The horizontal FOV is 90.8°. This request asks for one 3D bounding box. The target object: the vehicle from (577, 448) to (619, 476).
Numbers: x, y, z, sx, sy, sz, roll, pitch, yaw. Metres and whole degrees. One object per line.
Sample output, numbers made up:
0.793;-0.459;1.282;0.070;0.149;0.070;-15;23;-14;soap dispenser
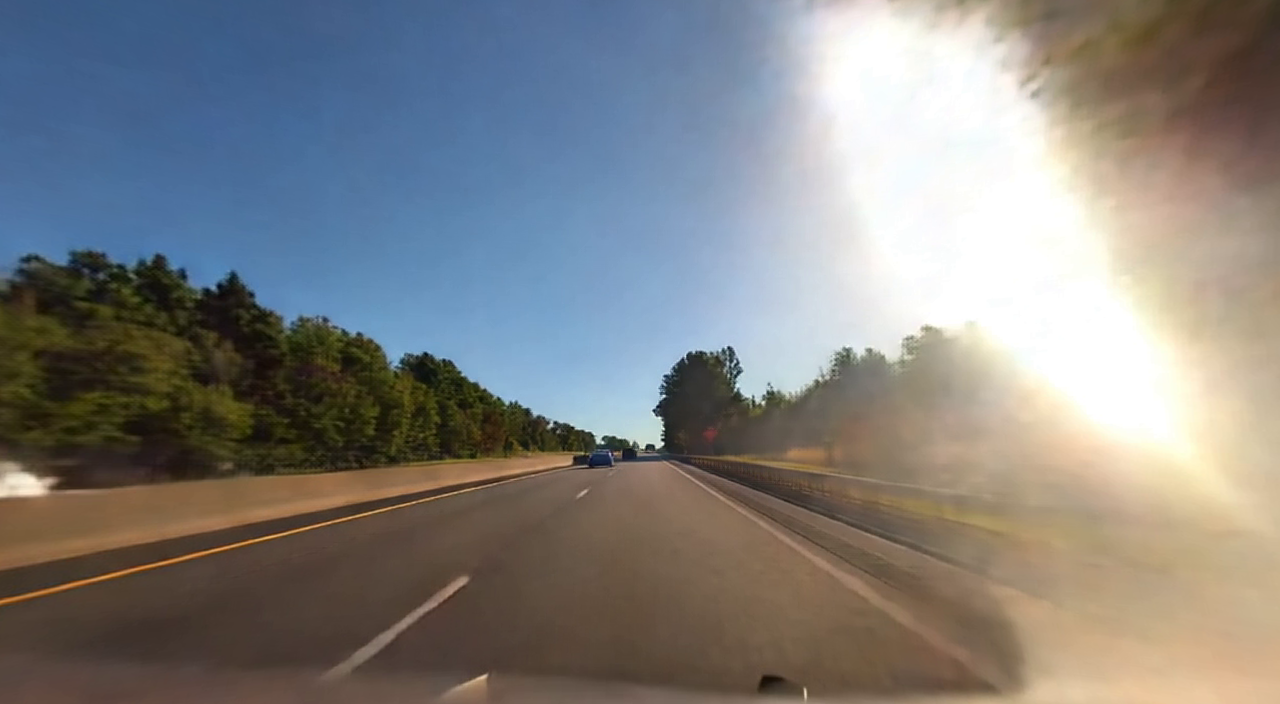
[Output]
-2.259;6.060;35.001;1.917;1.450;3.997;0;-8;2;vehicle
